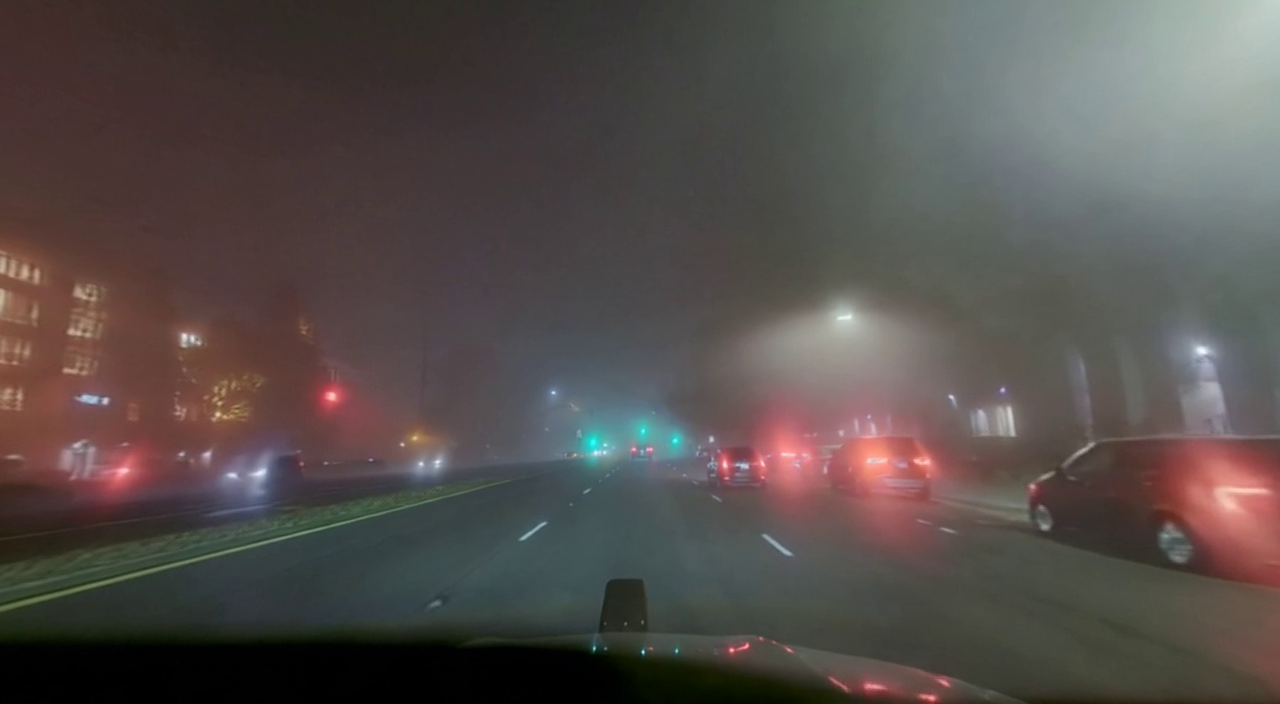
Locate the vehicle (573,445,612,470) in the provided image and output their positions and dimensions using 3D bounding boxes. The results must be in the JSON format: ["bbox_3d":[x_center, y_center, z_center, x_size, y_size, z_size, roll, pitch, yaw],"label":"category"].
[{"bbox_3d":[-3.039,6.846,41.142,2.082,1.467,4.379,-1,-9,1],"label":"vehicle"}]

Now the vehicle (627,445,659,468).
[{"bbox_3d":[0.230,7.165,43.496,2.101,1.480,3.929,-1,-9,2],"label":"vehicle"}]

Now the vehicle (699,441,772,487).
[{"bbox_3d":[3.398,4.088,23.326,1.990,1.486,4.431,0,-9,0],"label":"vehicle"}]

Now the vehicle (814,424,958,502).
[{"bbox_3d":[6.814,3.140,18.201,2.215,1.909,4.875,-1,-9,1],"label":"vehicle"}]

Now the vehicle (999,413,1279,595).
[{"bbox_3d":[6.794,1.689,7.853,2.072,1.631,4.246,0,-9,0],"label":"vehicle"}]

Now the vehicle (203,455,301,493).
[{"bbox_3d":[-18.735,5.888,30.719,1.864,1.458,4.598,-5,-9,0],"label":"vehicle"}]
